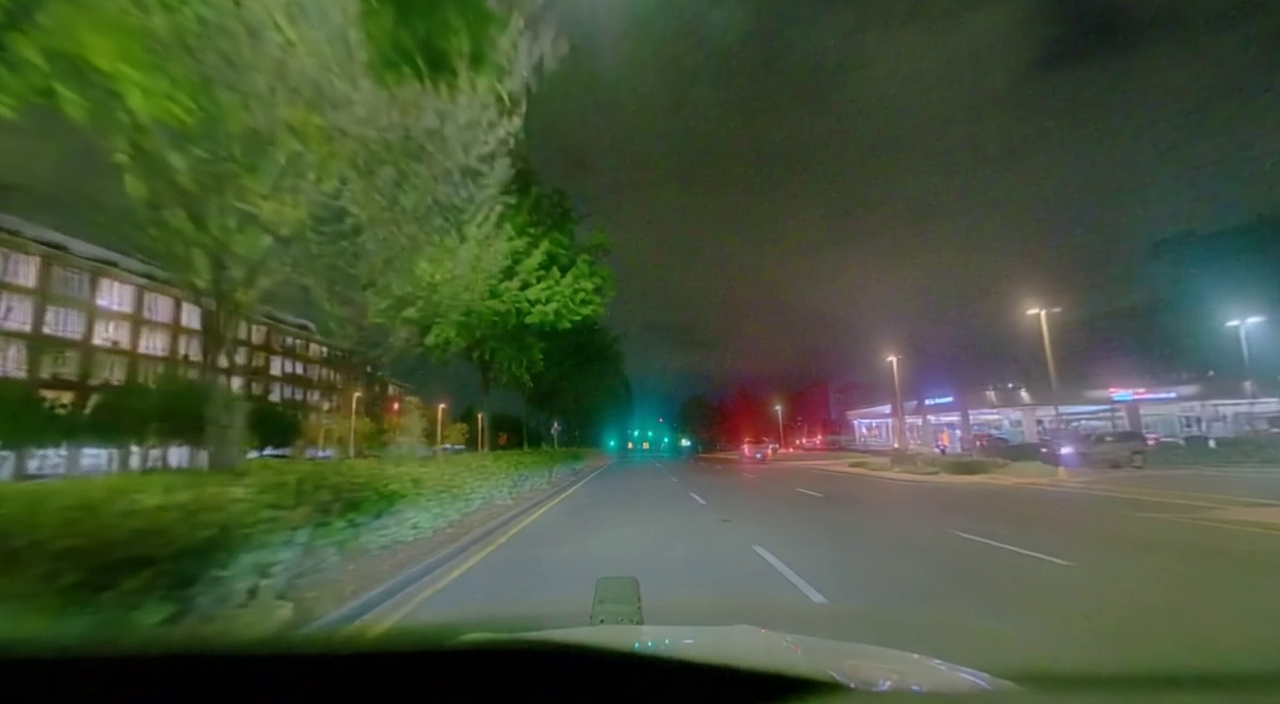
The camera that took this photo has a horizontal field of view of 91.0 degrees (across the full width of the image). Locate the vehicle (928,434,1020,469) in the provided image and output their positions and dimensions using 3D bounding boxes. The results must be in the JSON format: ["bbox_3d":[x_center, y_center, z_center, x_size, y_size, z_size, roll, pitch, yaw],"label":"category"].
[{"bbox_3d":[19.256,5.767,36.659,2.179,1.767,5.837,-2,-8,0],"label":"vehicle"}]

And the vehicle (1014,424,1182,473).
[{"bbox_3d":[19.225,4.090,26.839,2.151,1.838,5.534,3,-9,-15],"label":"vehicle"}]
